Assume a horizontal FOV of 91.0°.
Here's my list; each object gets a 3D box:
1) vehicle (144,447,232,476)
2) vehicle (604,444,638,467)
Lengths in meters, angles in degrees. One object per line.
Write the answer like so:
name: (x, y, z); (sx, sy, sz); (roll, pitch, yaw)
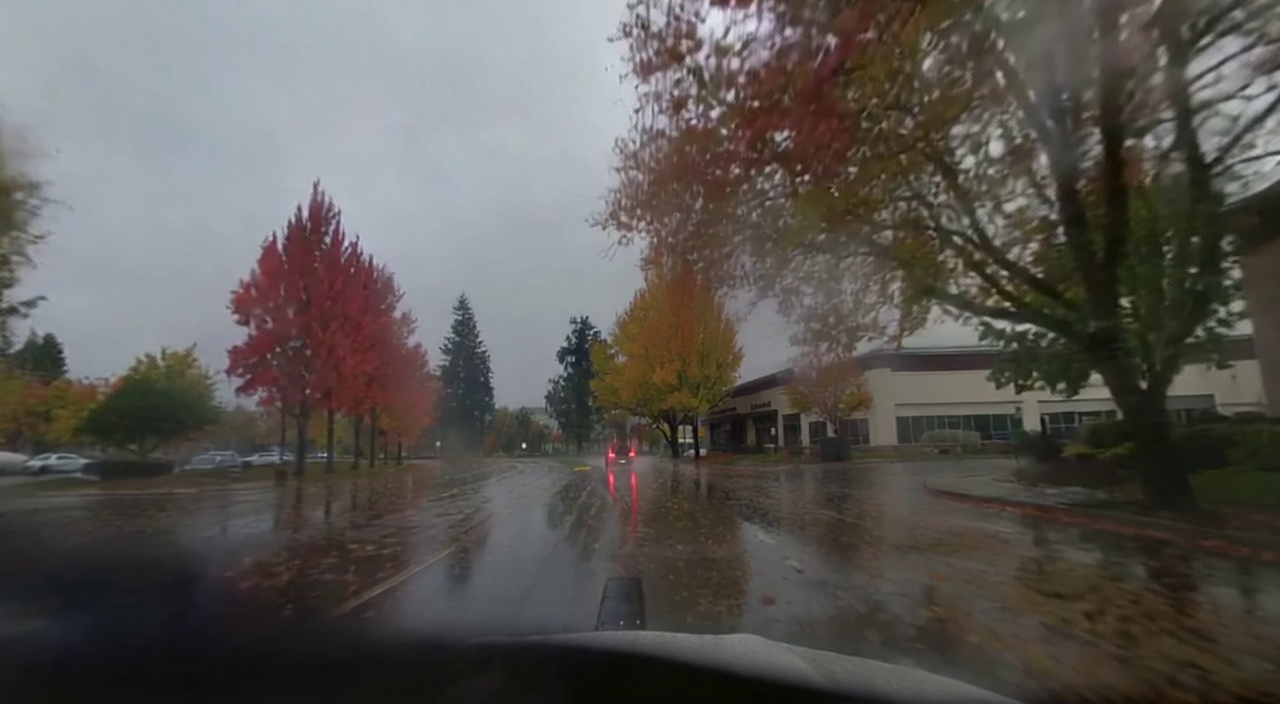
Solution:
vehicle: (-35.500, 8.642, 49.640); (5.135, 1.689, 2.269); (-3, -12, -15)
vehicle: (-1.403, 7.299, 44.487); (2.018, 1.512, 4.304); (1, -8, -7)
